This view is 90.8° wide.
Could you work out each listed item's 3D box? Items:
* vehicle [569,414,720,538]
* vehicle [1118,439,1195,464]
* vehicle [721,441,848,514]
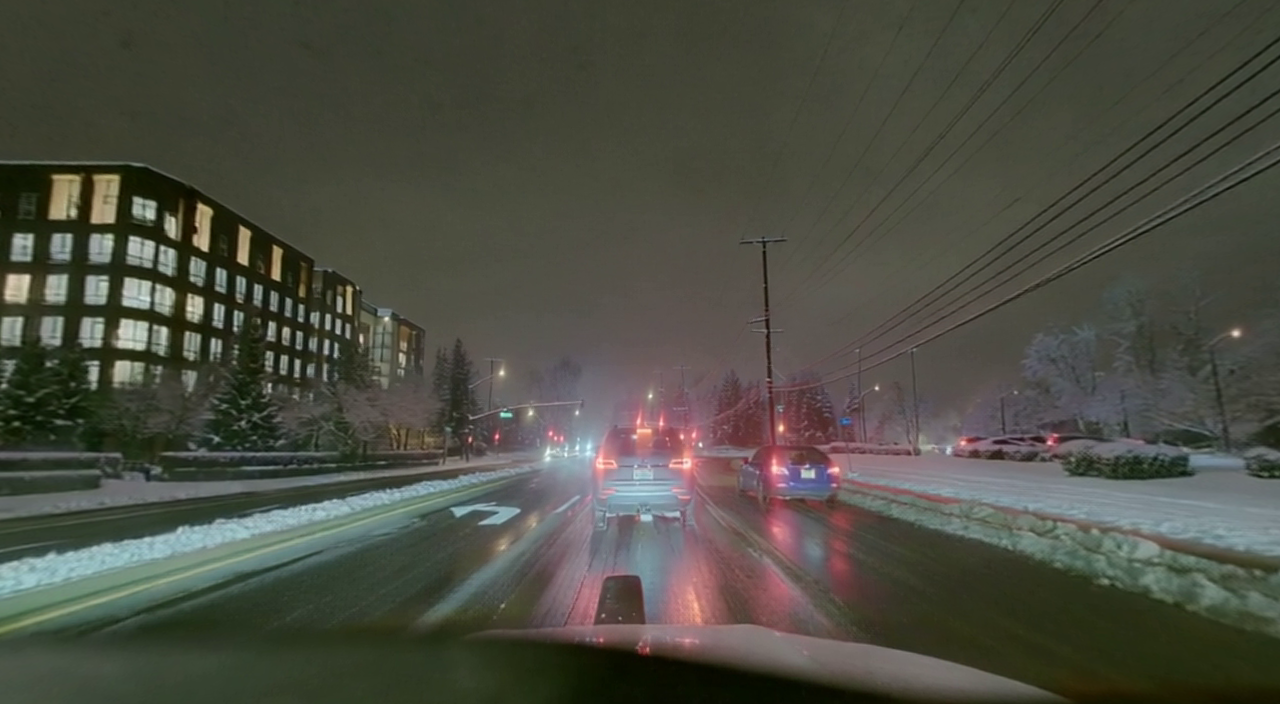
[{"bbox_3d":[0.073,2.137,11.436,2.189,1.776,4.342,0,-9,0],"label":"vehicle"},{"bbox_3d":[37.410,7.195,45.936,1.910,1.686,4.746,-1,-9,6],"label":"vehicle"},{"bbox_3d":[3.272,2.940,15.353,1.990,1.482,4.575,0,-9,0],"label":"vehicle"}]
